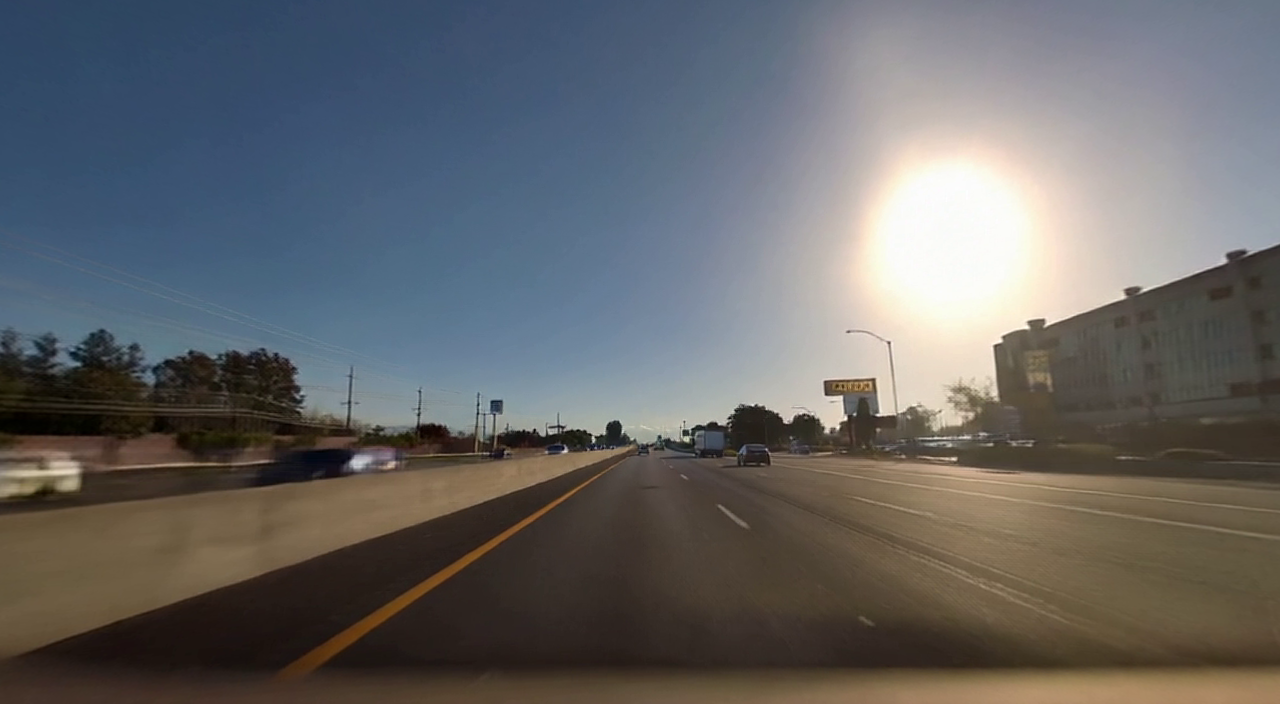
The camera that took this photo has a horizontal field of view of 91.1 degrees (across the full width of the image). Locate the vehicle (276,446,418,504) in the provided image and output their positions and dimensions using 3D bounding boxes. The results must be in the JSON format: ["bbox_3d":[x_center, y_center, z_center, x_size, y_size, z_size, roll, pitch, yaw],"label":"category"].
[{"bbox_3d":[-8.595,3.610,18.983,1.942,1.483,4.649,0,-8,2],"label":"vehicle"}]

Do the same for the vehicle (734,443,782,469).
[{"bbox_3d":[7.496,6.669,40.537,2.079,1.518,5.032,0,-8,-1],"label":"vehicle"}]

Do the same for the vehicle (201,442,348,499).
[{"bbox_3d":[-12.383,4.003,21.749,2.058,1.748,4.841,0,-8,2],"label":"vehicle"}]
